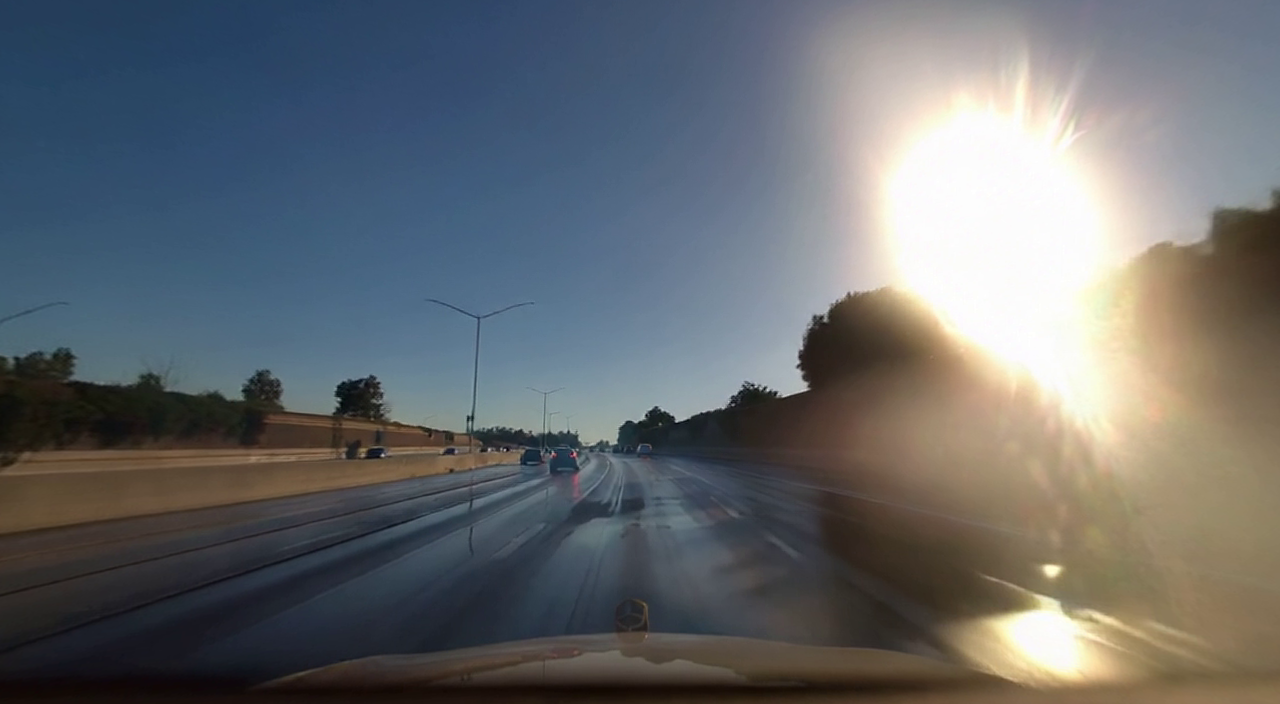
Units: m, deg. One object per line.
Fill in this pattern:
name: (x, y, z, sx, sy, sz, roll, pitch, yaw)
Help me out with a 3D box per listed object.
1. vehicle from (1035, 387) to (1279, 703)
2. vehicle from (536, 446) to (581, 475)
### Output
vehicle: (3.293, 0.710, 1.219, 2.030, 1.490, 4.737, -1, -9, 1)
vehicle: (-4.466, 6.027, 35.323, 2.014, 1.481, 4.156, -1, -9, -1)
